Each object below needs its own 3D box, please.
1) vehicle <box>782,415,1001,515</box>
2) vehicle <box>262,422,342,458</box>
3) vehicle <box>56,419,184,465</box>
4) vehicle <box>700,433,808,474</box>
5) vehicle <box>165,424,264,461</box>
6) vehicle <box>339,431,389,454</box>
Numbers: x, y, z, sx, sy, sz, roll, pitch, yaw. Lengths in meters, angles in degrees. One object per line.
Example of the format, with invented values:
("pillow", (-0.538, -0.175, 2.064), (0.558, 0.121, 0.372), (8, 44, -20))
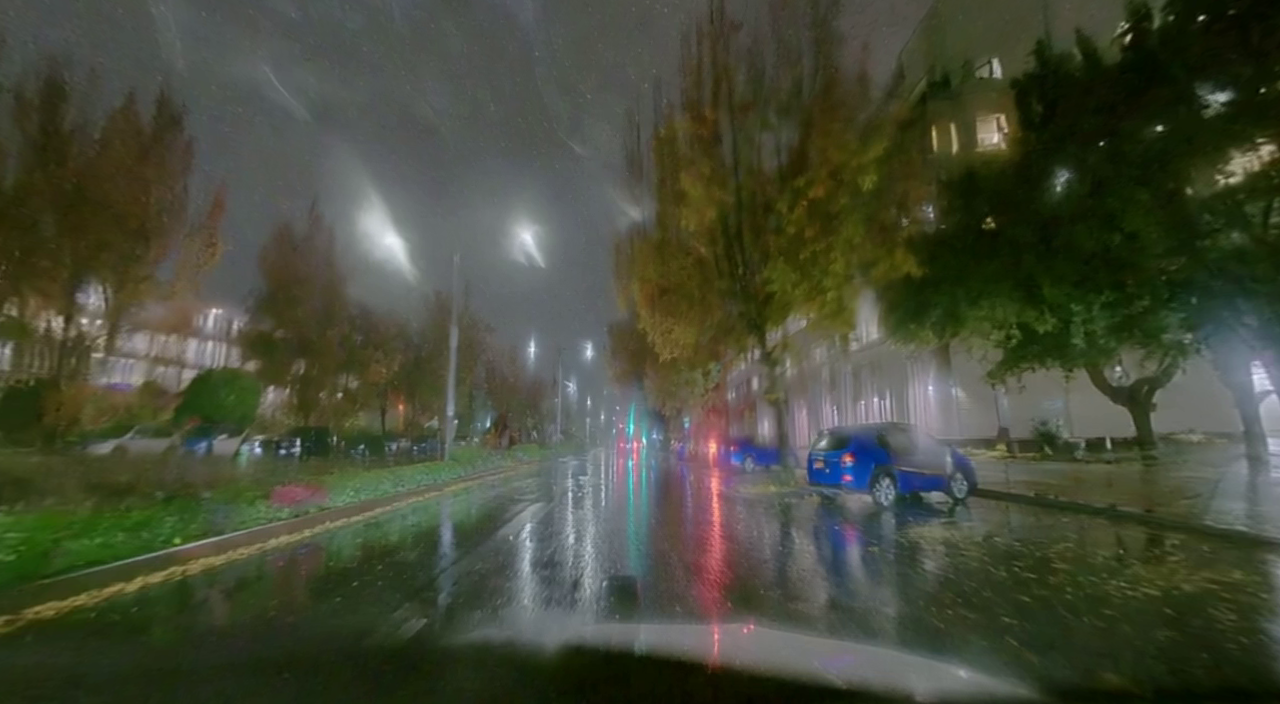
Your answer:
("vehicle", (4.922, 2.111, 12.236), (3.995, 1.604, 1.973), (5, -10, -34))
("vehicle", (-19.201, 5.021, 36.023), (1.972, 1.839, 4.553), (3, -8, 0))
("vehicle", (-19.131, 3.346, 23.355), (1.729, 1.566, 3.462), (-1, -8, 1))
("vehicle", (4.560, 4.010, 25.093), (4.047, 1.497, 1.898), (5, -10, -35))
("vehicle", (-19.185, 4.113, 28.601), (1.822, 1.506, 3.809), (-1, -8, 0))
("vehicle", (-19.240, 6.345, 44.076), (1.807, 1.501, 4.134), (0, -8, -4))
